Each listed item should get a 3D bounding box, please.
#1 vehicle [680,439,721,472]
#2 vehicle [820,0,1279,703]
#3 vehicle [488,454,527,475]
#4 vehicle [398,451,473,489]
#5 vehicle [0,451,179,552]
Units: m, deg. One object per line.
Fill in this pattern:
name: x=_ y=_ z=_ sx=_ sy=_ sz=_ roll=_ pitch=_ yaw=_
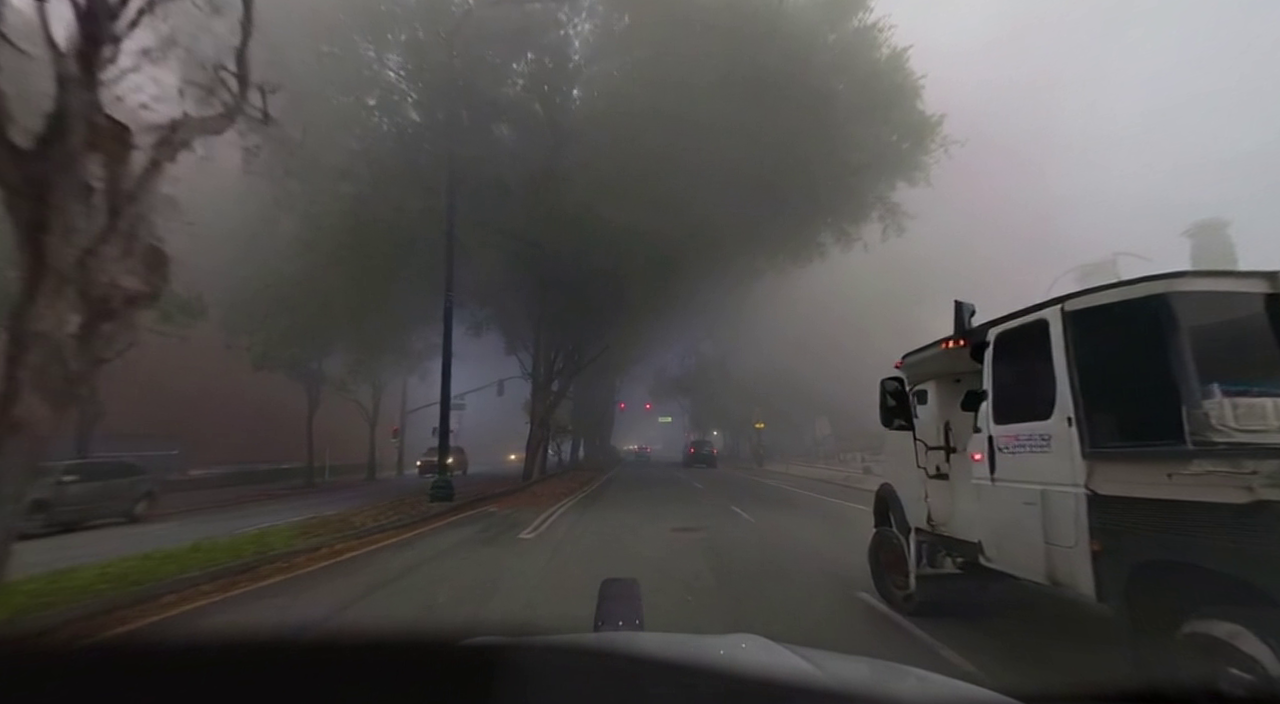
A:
vehicle: x=3.786 y=6.611 z=40.517 sx=2.099 sy=1.936 sz=4.575 roll=0 pitch=-9 yaw=-1
vehicle: x=3.627 y=0.357 z=4.071 sx=2.867 sy=3.402 sz=7.137 roll=0 pitch=-9 yaw=1
vehicle: x=-9.521 y=8.129 z=45.730 sx=1.849 sy=1.391 sz=4.045 roll=0 pitch=-9 yaw=1
vehicle: x=-10.089 y=5.837 z=31.617 sx=2.152 sy=1.748 sz=4.577 roll=0 pitch=-9 yaw=1
vehicle: x=-13.719 y=3.337 z=14.894 sx=2.140 sy=1.961 sz=4.641 roll=0 pitch=-9 yaw=0
